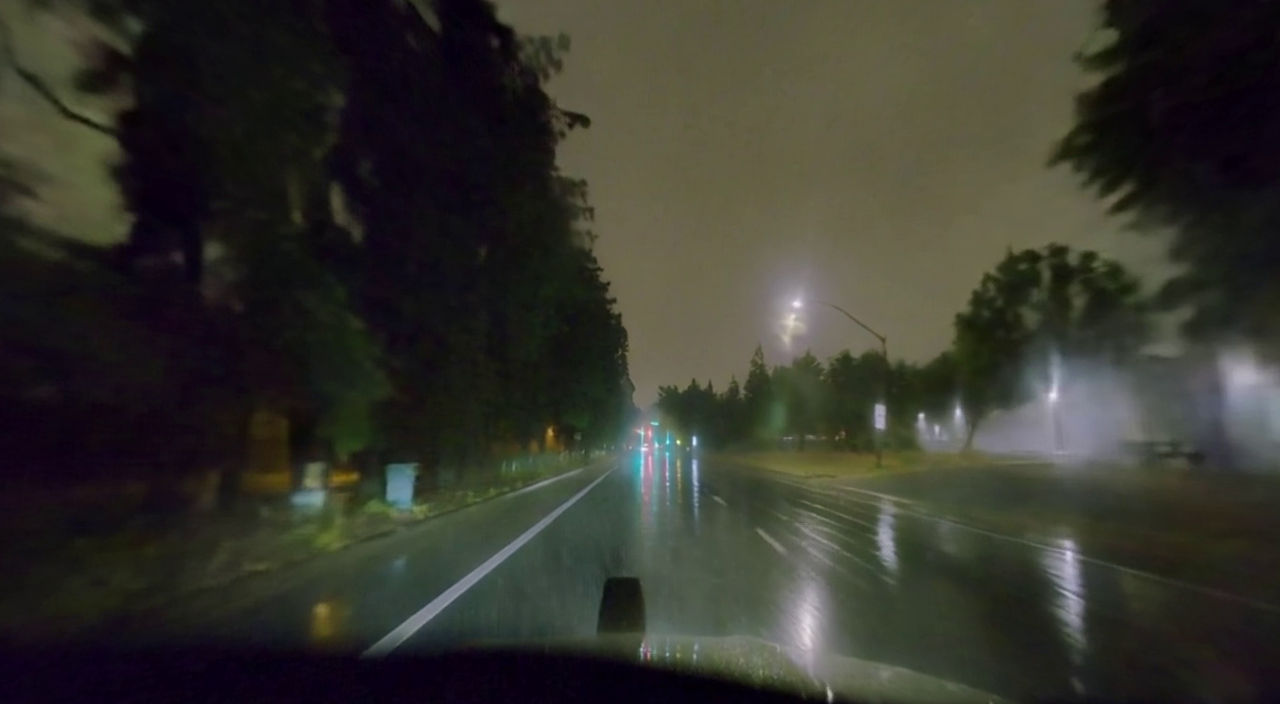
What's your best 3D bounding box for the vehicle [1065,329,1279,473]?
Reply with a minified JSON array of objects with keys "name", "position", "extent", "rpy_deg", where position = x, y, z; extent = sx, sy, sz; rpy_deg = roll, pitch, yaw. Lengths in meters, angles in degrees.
[{"name":"vehicle","position":[17.085,1.651,18.305],"extent":[2.826,3.500,9.295],"rpy_deg":[0,-9,0]}]
